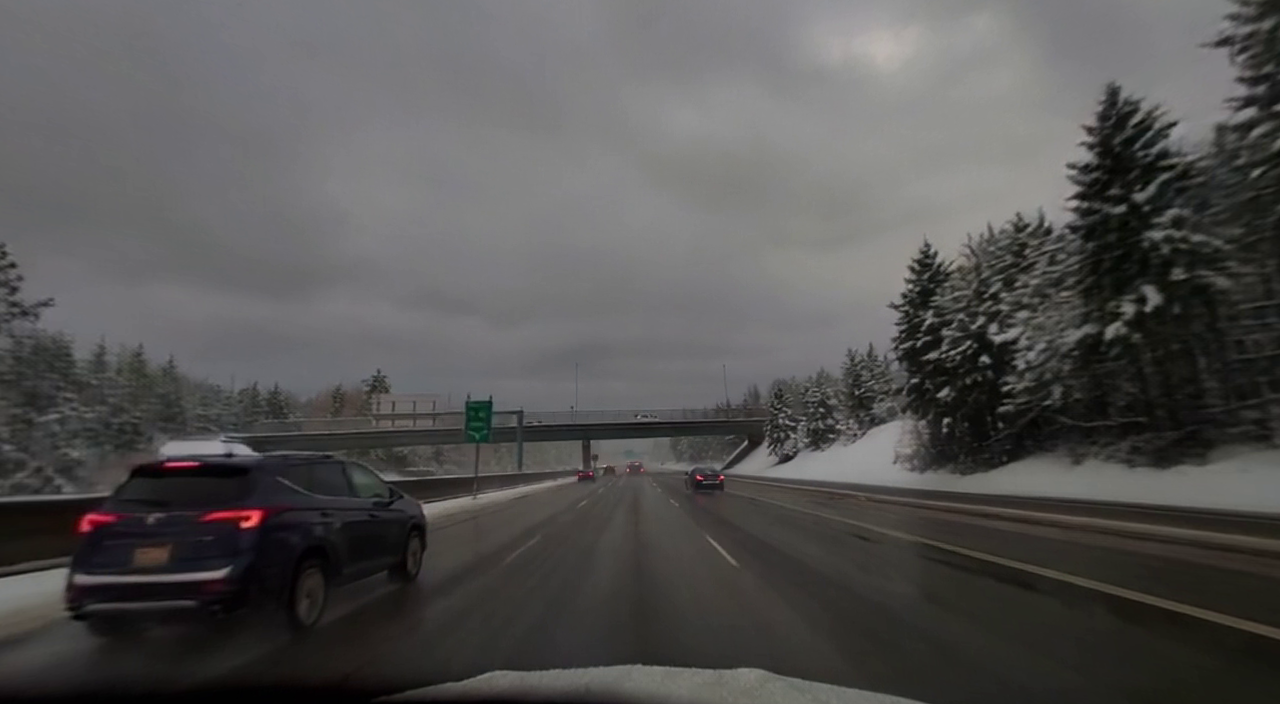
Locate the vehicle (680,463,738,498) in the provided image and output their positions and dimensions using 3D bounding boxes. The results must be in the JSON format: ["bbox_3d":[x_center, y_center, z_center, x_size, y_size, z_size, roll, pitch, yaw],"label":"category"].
[{"bbox_3d":[3.160,6.035,29.716,2.092,1.518,4.348,1,-10,-2],"label":"vehicle"}]

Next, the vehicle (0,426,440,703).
[{"bbox_3d":[-3.297,1.467,4.834,2.099,1.516,4.308,0,-10,0],"label":"vehicle"}]

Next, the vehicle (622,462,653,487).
[{"bbox_3d":[-0.206,8.925,45.906,2.181,1.698,4.056,0,-10,-1],"label":"vehicle"}]
